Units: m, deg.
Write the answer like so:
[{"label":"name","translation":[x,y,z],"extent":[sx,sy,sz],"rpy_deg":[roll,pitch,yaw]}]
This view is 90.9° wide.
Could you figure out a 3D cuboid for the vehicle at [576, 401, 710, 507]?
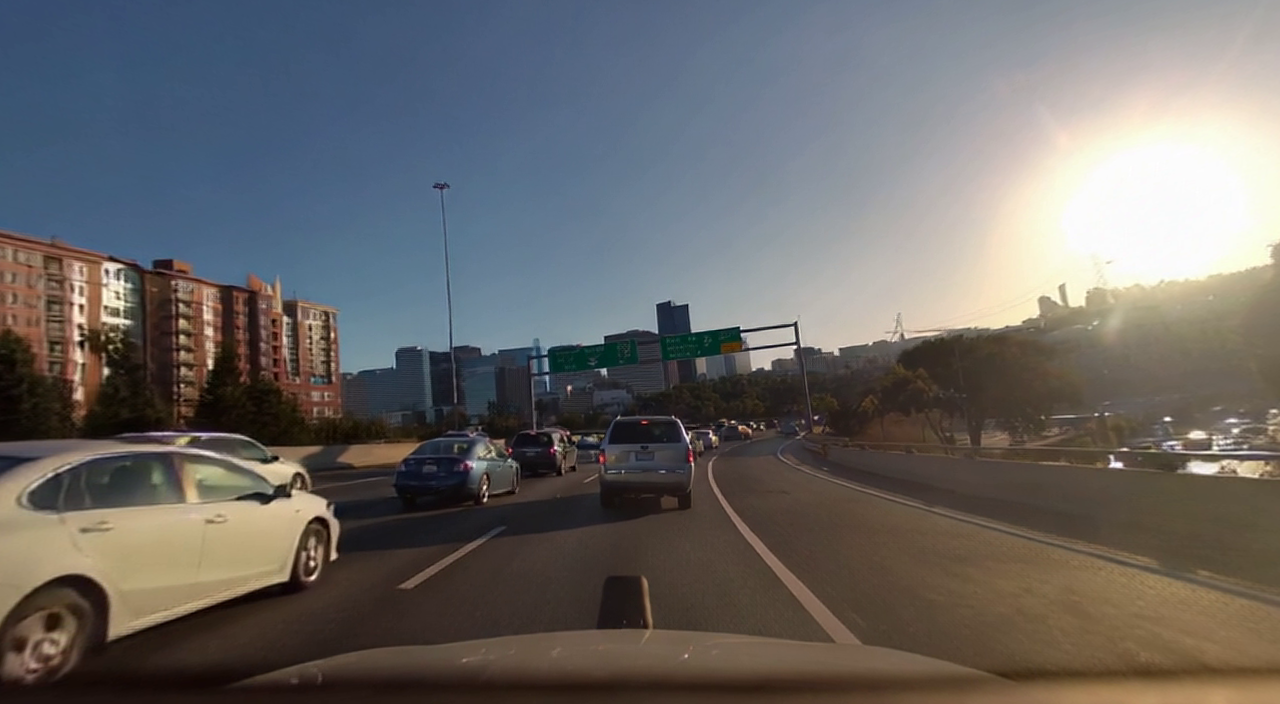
[{"label":"vehicle","translation":[0.154,2.455,15.408],"extent":[2.616,2.063,5.933],"rpy_deg":[0,-9,2]}]

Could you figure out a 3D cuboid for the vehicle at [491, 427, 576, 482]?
[{"label":"vehicle","translation":[-3.651,3.616,22.469],"extent":[1.953,1.729,4.377],"rpy_deg":[-1,-9,4]}]

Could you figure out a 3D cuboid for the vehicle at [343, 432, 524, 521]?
[{"label":"vehicle","translation":[-3.903,2.436,12.866],"extent":[2.087,1.481,4.225],"rpy_deg":[0,-9,3]}]

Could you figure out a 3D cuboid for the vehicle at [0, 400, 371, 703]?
[{"label":"vehicle","translation":[-3.698,1.096,3.591],"extent":[1.998,1.494,5.020],"rpy_deg":[0,-9,2]}]
